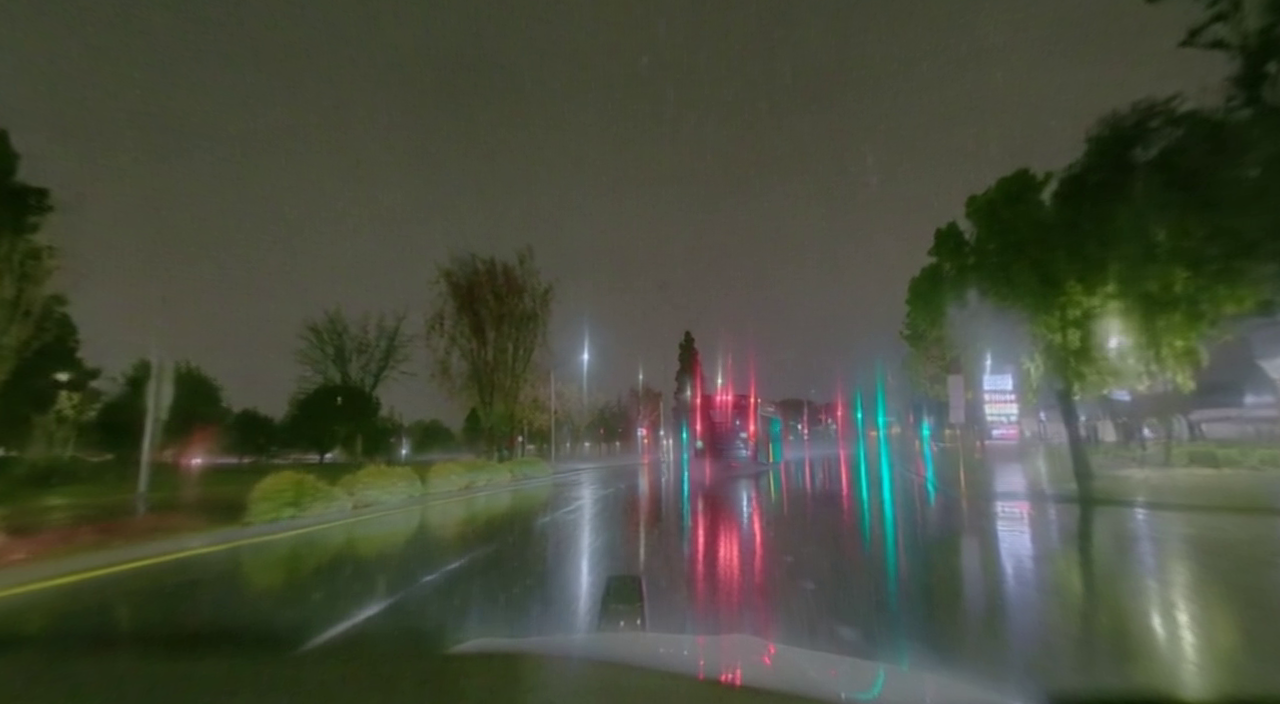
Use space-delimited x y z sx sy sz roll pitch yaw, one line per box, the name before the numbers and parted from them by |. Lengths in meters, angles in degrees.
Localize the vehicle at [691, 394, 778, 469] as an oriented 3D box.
vehicle | 5.538 4.528 34.740 3.031 3.429 11.005 -3 -9 17
